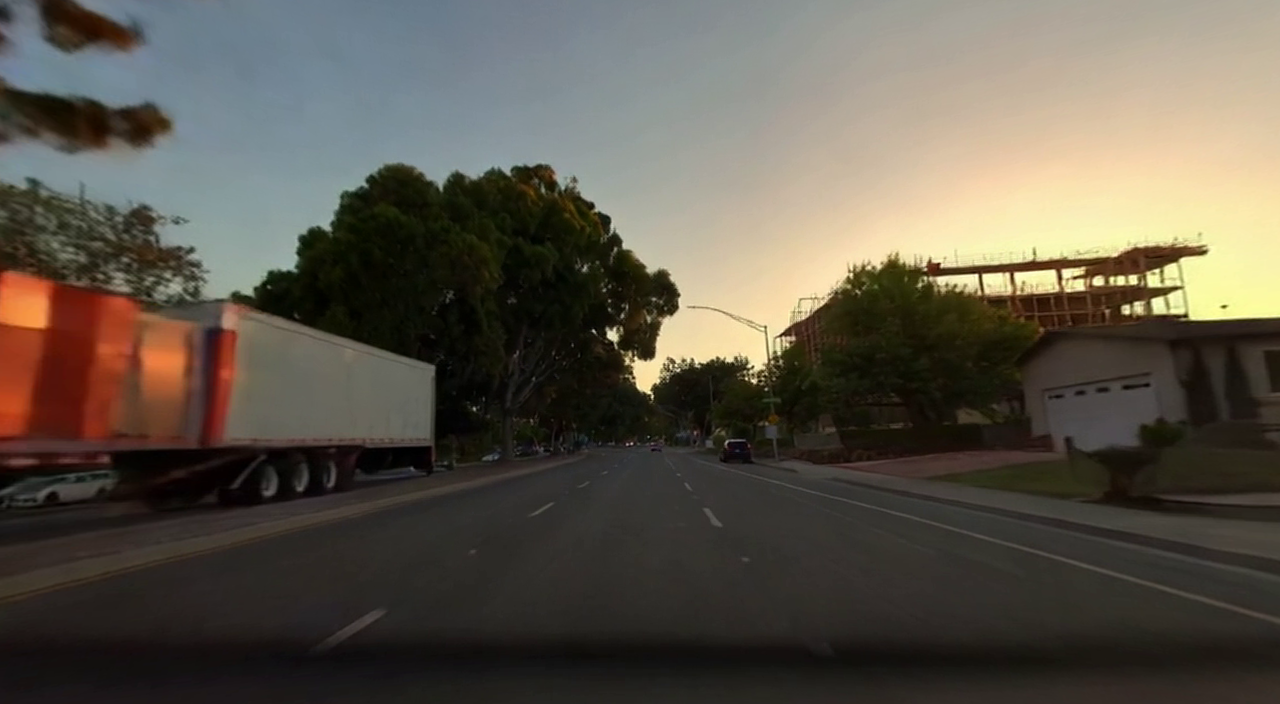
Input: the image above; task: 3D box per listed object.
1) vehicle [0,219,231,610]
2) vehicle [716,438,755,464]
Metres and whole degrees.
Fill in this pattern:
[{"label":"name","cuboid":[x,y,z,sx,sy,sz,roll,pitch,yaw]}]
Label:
[{"label":"vehicle","cuboid":[-7.412,0.290,3.829,3.032,3.524,9.640,0,-8,2]},{"label":"vehicle","cuboid":[7.123,7.454,47.427,2.169,1.880,4.849,0,-8,0]}]
